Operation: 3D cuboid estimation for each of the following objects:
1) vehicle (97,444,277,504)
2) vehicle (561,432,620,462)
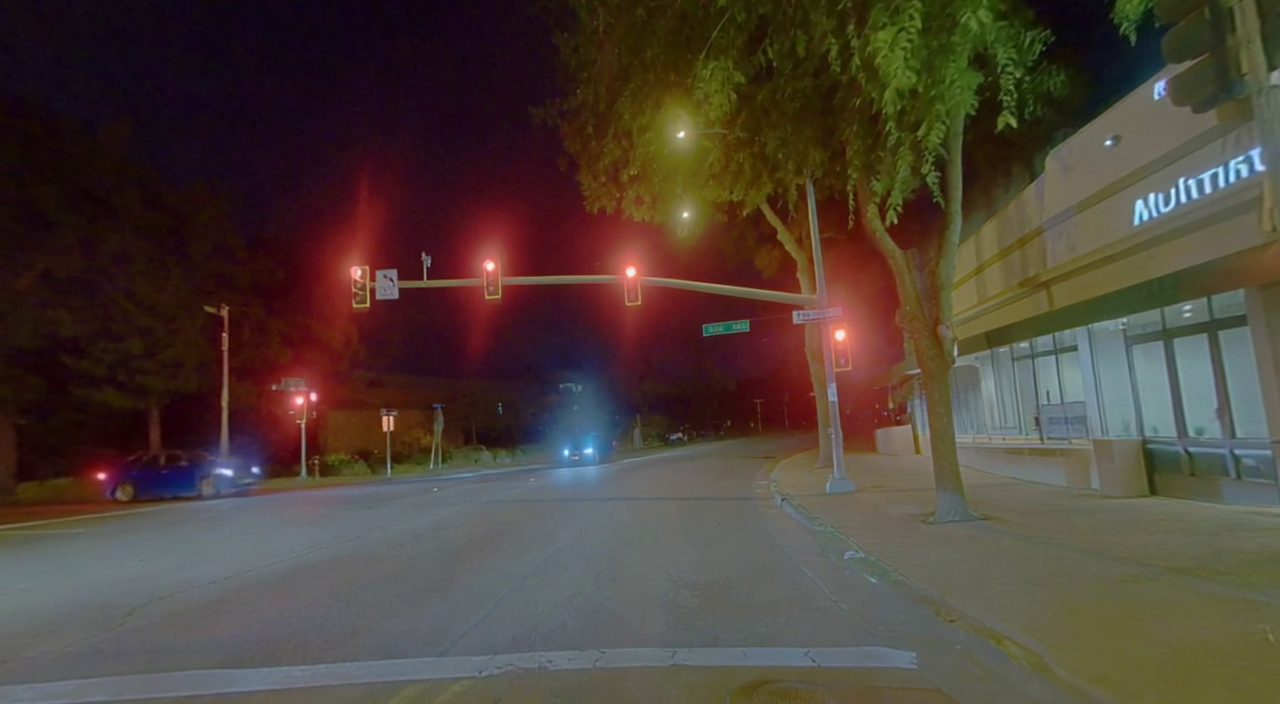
[{"bbox_3d":[-15.283,4.114,21.499,4.715,1.745,2.026,-3,-9,6],"label":"vehicle"},{"bbox_3d":[-3.153,6.273,41.668,2.244,1.792,4.648,-3,-9,18],"label":"vehicle"}]
